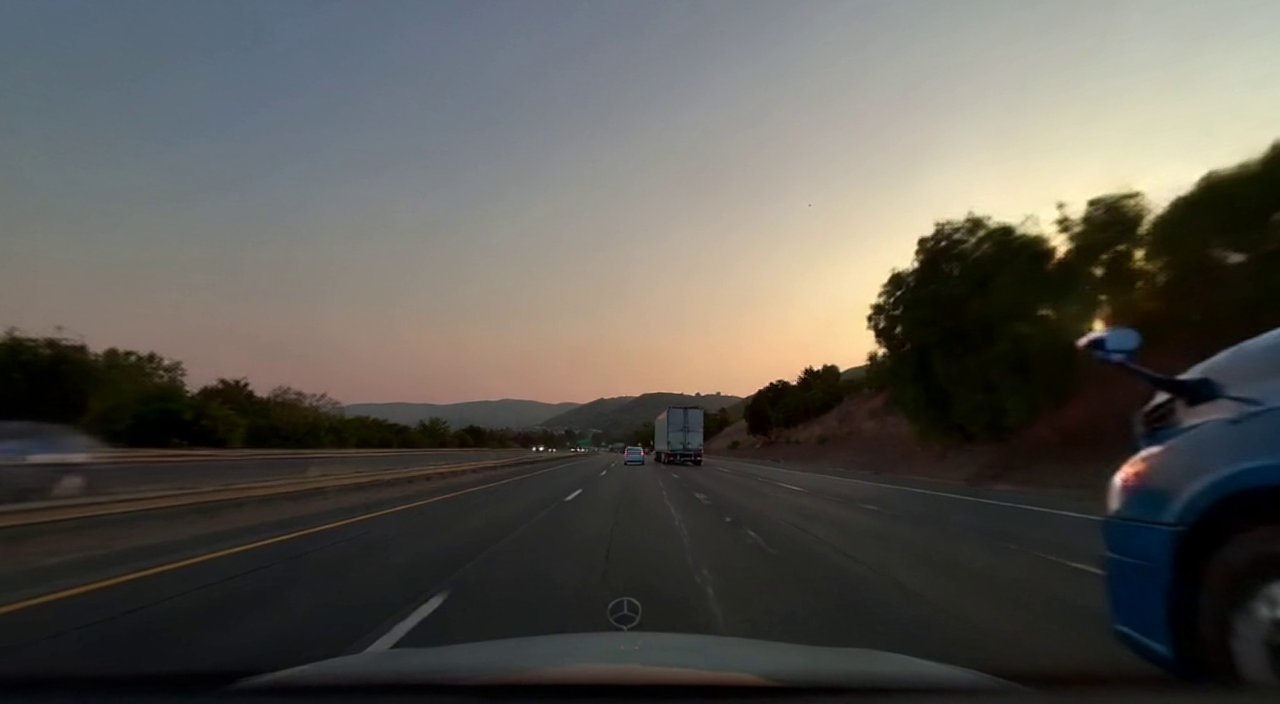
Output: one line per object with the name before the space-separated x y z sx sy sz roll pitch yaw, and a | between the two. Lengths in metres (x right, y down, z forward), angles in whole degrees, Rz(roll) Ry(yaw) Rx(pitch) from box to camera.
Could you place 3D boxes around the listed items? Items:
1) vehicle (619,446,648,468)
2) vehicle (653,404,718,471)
vehicle | -0.481 7.247 43.719 1.898 1.438 4.053 0 -9 -1
vehicle | 3.012 6.661 47.946 3.462 4.177 16.311 0 -9 -1
